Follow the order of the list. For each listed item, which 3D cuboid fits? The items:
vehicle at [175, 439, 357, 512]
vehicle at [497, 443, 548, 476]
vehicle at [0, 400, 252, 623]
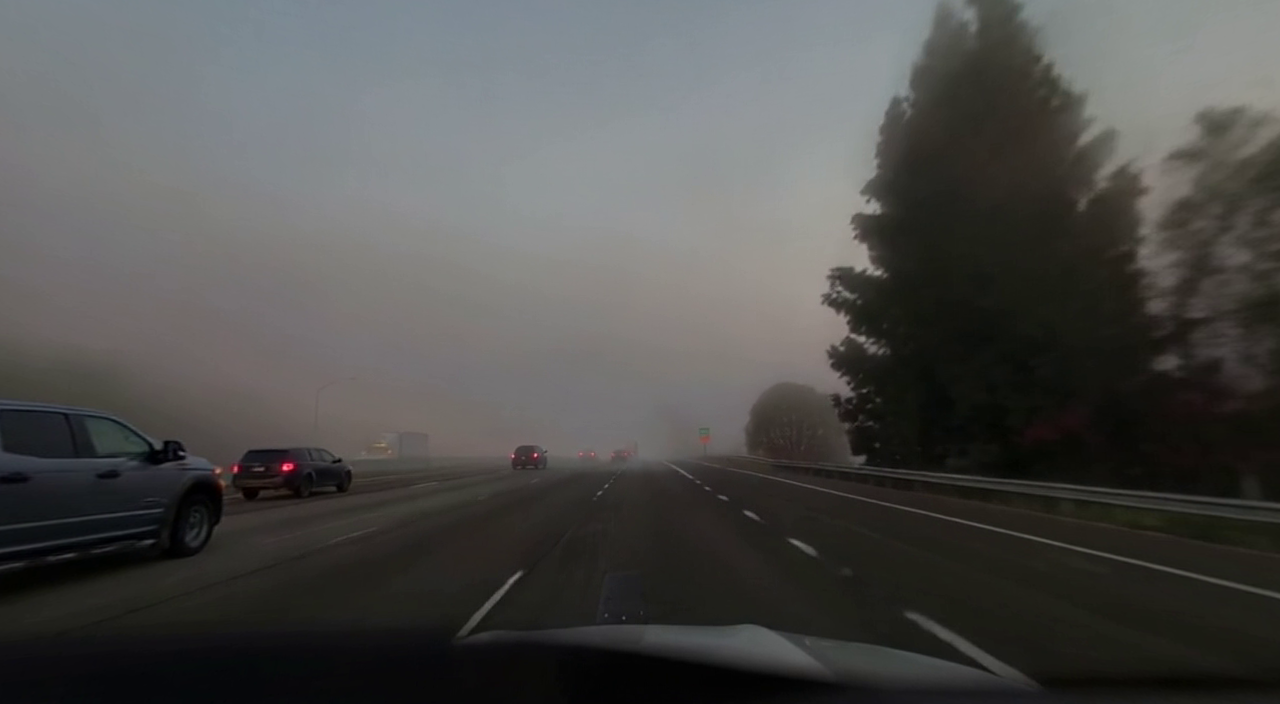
[{"bbox_3d":[-9.739,3.210,16.966,2.060,1.662,4.469,-1,-8,2],"label":"vehicle"},{"bbox_3d":[-6.523,5.981,35.459,2.009,1.735,4.358,0,-8,1],"label":"vehicle"},{"bbox_3d":[-6.353,1.299,5.135,2.403,1.773,6.276,0,-8,0],"label":"vehicle"}]
